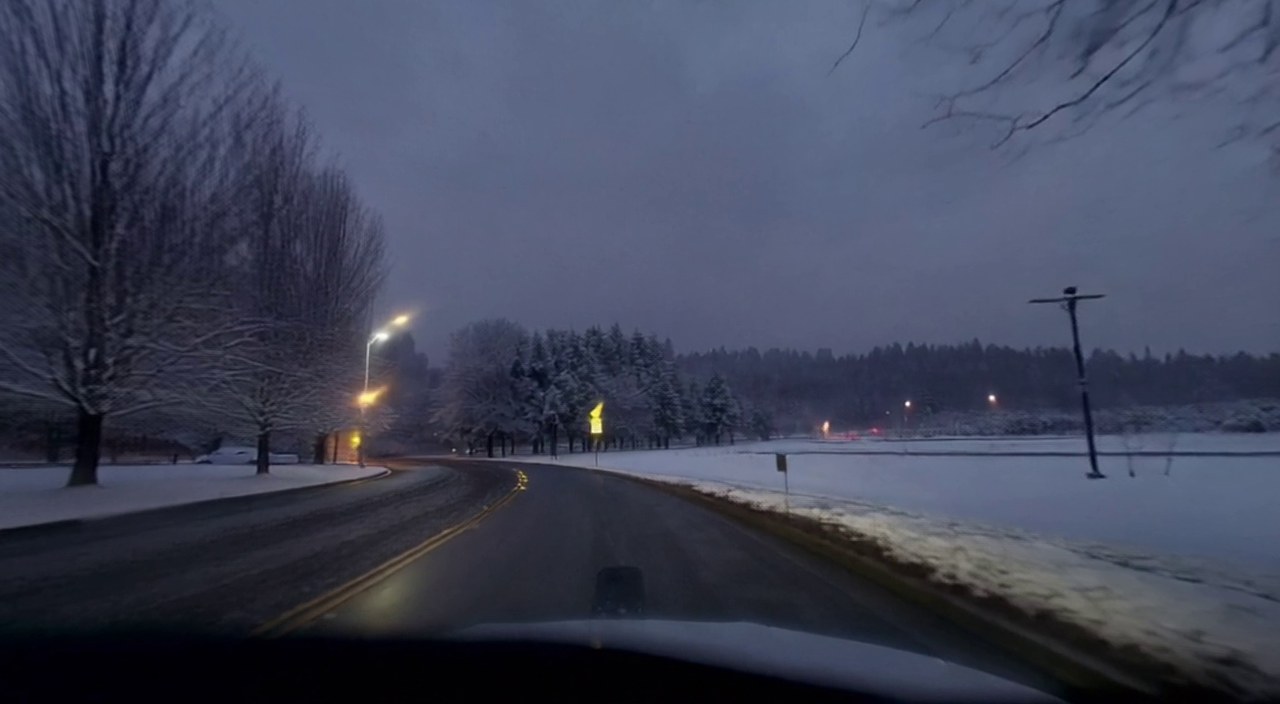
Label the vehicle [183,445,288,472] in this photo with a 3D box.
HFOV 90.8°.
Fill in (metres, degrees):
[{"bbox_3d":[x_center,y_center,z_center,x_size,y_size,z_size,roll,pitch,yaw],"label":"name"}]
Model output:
[{"bbox_3d":[-28.145,7.473,44.236,5.613,1.775,2.357,3,-9,-14],"label":"vehicle"}]
